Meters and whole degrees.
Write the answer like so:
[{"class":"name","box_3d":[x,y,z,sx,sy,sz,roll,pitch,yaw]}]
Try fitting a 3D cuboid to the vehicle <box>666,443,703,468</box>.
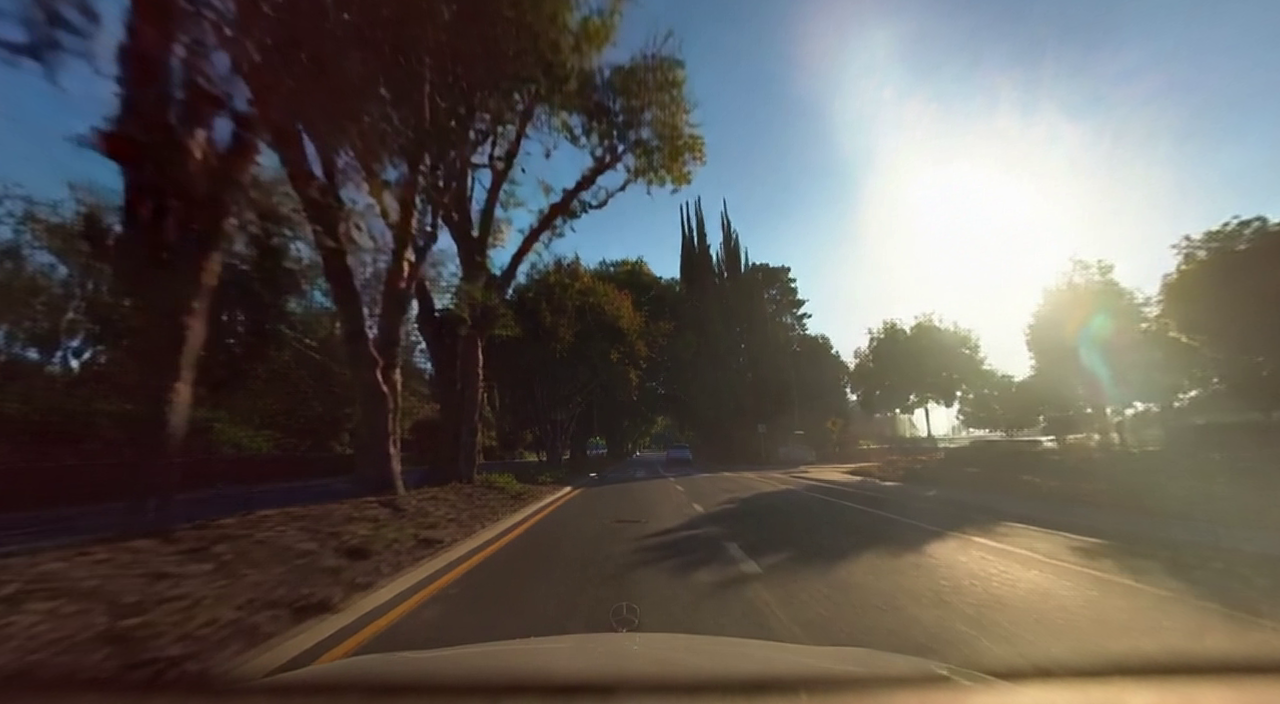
[{"class":"vehicle","box_3d":[2.824,6.720,40.979,2.044,1.537,4.528,0,-9,-1]}]
